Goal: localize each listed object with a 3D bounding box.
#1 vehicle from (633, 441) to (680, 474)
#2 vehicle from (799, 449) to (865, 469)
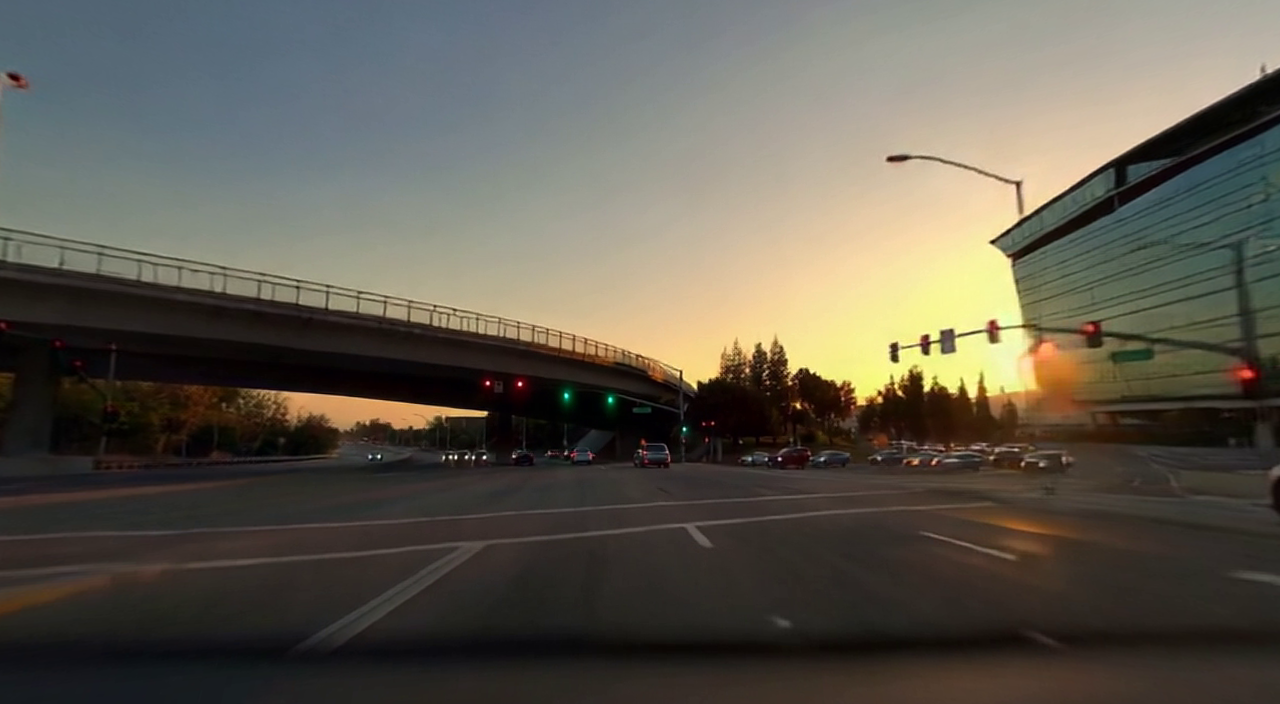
[{"bbox_3d":[0.856,5.896,35.454,2.024,1.724,3.928,1,-9,-7],"label":"vehicle"},{"bbox_3d":[14.437,7.990,47.489,4.538,1.417,1.948,4,-9,-26],"label":"vehicle"}]
